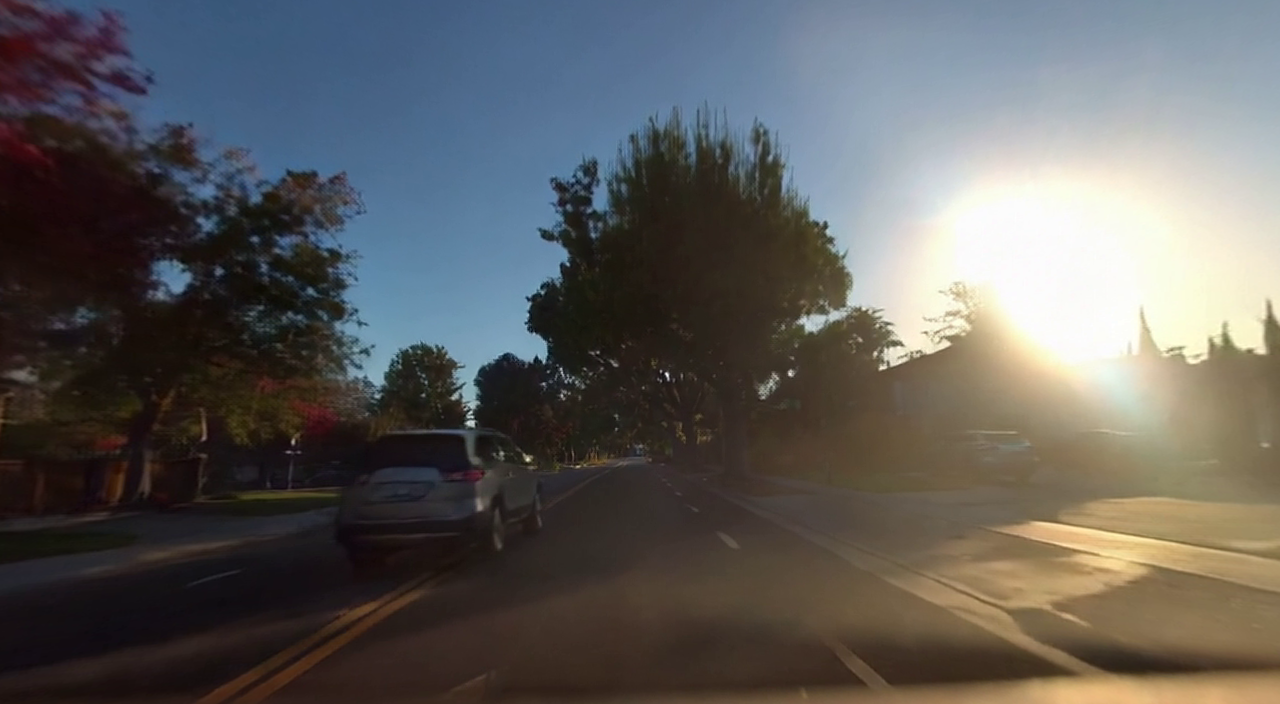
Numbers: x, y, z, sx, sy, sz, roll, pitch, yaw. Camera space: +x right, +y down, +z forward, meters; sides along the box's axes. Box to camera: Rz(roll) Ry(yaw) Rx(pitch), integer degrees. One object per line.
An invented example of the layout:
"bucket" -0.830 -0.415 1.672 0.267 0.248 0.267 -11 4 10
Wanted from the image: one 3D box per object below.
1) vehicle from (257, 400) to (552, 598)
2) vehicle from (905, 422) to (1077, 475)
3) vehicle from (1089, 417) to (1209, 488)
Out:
"vehicle" -2.777 1.863 8.955 2.210 2.023 4.663 0 -9 2
"vehicle" 9.434 2.678 17.543 1.922 1.263 4.664 1 -9 -3
"vehicle" 13.862 2.750 17.480 1.860 1.697 4.292 -5 -10 30
